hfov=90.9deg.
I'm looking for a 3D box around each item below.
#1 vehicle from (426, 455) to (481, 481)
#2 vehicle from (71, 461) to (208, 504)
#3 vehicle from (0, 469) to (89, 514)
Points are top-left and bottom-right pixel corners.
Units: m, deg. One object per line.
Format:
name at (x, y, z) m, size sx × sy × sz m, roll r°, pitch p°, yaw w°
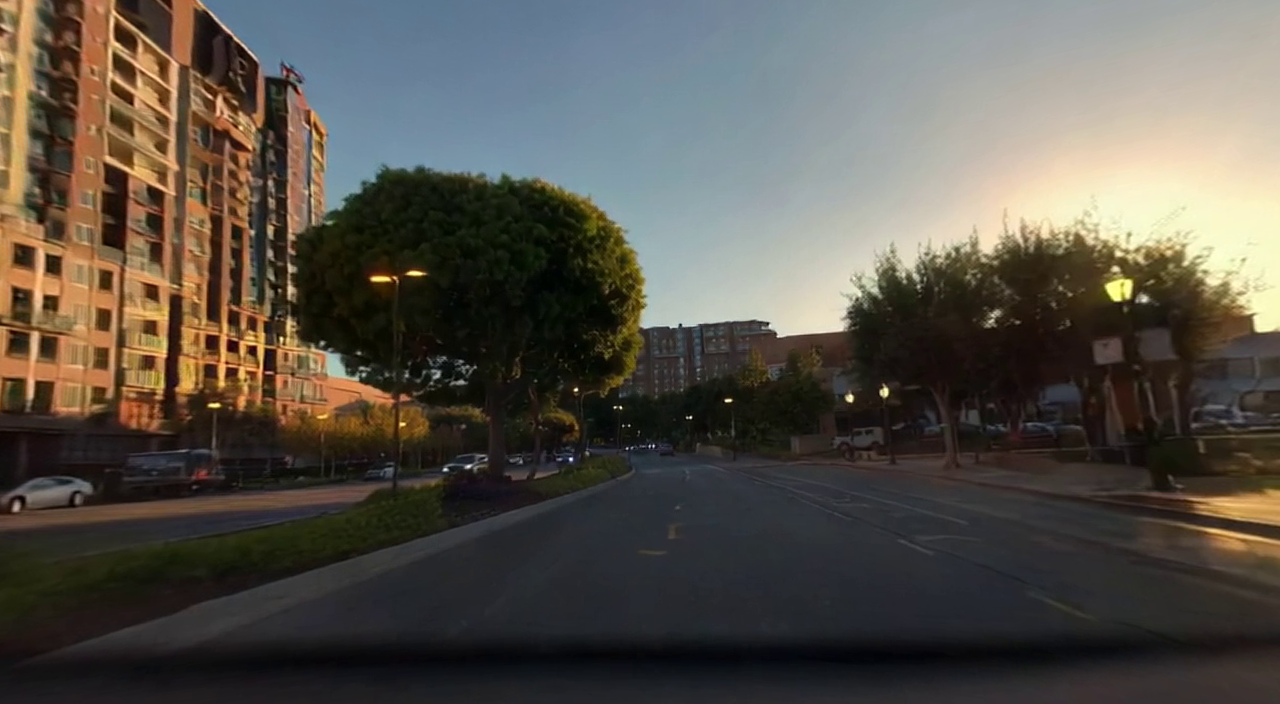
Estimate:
vehicle at (-12.776, 7.955, 43.487) m, size 2.006 × 1.633 × 4.292 m, roll -1°, pitch -8°, yaw 7°
vehicle at (-28.261, 7.351, 35.982) m, size 2.403 × 2.020 × 6.284 m, roll -1°, pitch -8°, yaw 4°
vehicle at (-28.655, 6.373, 28.931) m, size 2.073 × 1.772 × 4.793 m, roll -1°, pitch -8°, yaw 7°
